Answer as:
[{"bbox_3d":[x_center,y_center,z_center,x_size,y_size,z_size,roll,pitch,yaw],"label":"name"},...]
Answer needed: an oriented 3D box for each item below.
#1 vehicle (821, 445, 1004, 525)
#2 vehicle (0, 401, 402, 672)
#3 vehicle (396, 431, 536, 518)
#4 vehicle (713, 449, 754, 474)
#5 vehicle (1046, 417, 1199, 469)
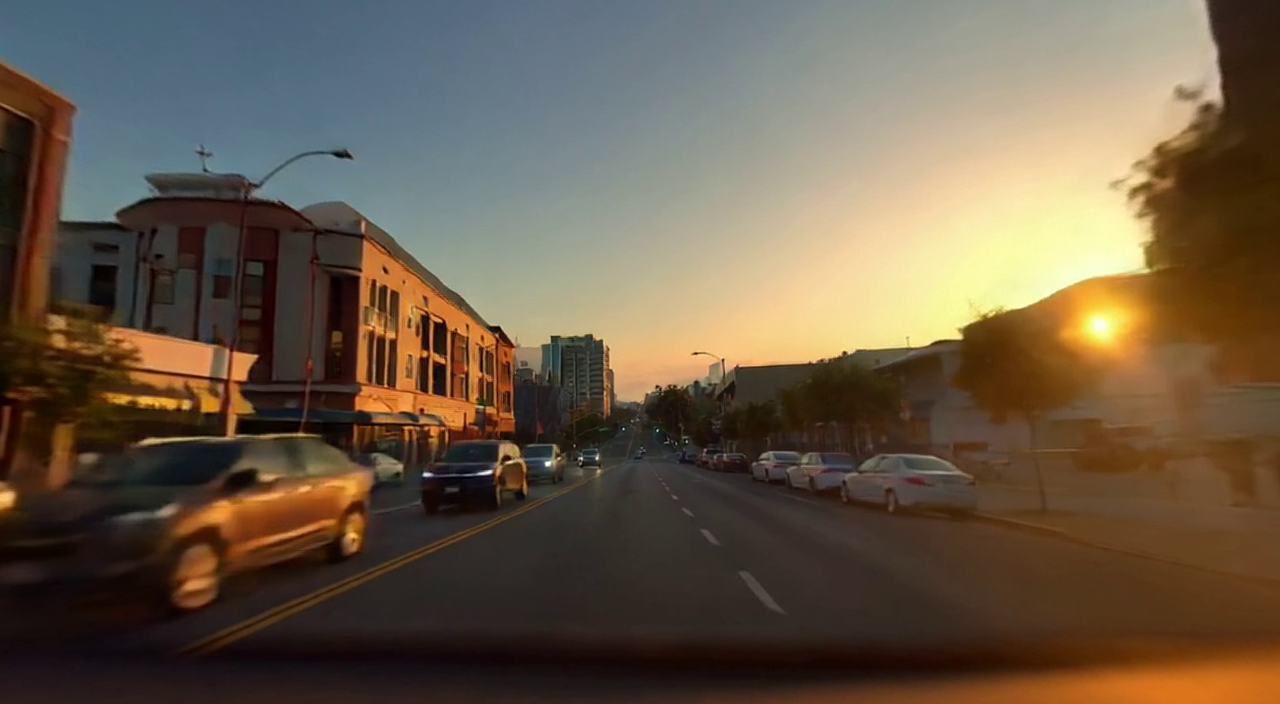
[{"bbox_3d":[5.970,2.918,14.566,2.054,1.525,4.258,0,-8,-4],"label":"vehicle"},{"bbox_3d":[-4.331,1.463,6.182,2.145,1.653,4.421,-1,-8,2],"label":"vehicle"},{"bbox_3d":[-3.795,2.745,14.681,1.914,1.682,4.263,-1,-8,2],"label":"vehicle"},{"bbox_3d":[5.986,7.035,40.886,1.837,1.482,4.706,0,-8,-1],"label":"vehicle"},{"bbox_3d":[17.236,3.290,22.929,1.908,1.680,4.434,0,-8,-2],"label":"vehicle"}]
